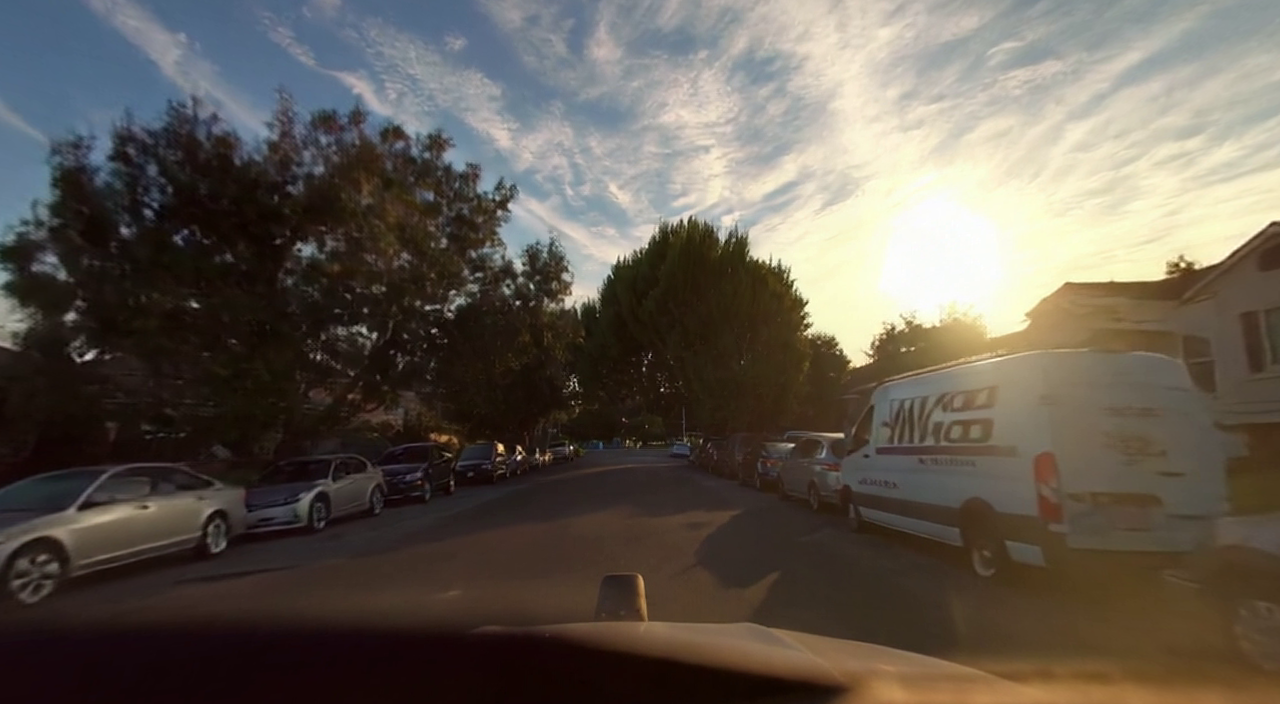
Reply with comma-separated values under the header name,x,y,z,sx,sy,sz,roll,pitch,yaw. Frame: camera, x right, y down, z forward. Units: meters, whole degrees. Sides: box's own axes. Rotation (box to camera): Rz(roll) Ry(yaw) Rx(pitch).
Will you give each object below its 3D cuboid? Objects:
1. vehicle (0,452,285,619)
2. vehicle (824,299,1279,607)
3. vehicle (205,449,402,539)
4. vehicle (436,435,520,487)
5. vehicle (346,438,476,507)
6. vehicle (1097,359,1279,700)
name,x,y,z,sx,sy,sz,roll,pitch,yaw
vehicle,-6.782,2.015,7.894,1.869,1.467,4.921,0,-8,0
vehicle,4.535,1.259,8.388,2.178,2.656,5.712,0,-9,-3
vehicle,-6.847,2.867,13.577,1.828,1.468,4.738,-2,-8,-3
vehicle,-6.950,4.727,27.884,2.195,2.023,6.055,0,-8,-1
vehicle,-6.954,3.678,19.968,2.162,1.846,5.426,0,-8,-1
vehicle,4.301,0.659,1.505,1.907,1.768,6.059,0,-8,0
